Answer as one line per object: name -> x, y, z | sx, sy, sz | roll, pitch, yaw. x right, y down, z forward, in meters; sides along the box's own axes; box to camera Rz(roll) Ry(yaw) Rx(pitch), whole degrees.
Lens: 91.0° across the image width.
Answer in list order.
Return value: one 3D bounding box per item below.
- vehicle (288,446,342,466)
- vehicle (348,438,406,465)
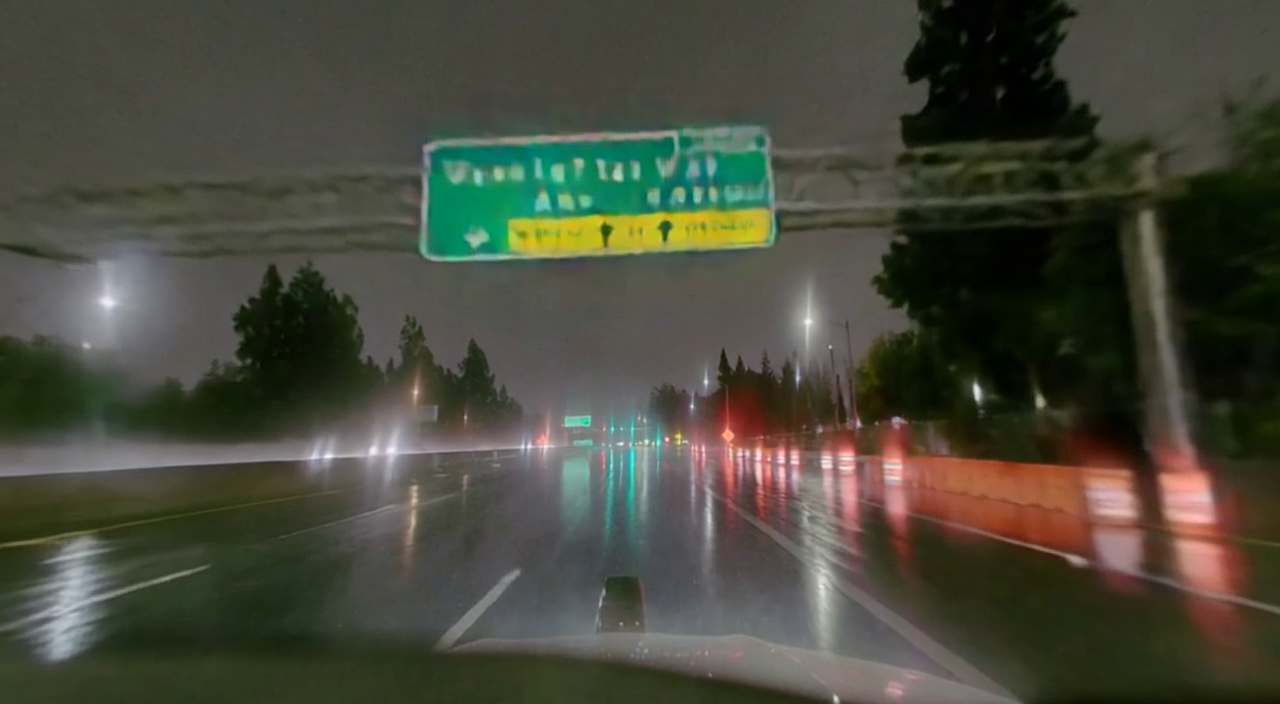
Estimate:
vehicle -> -25.324, 8.111, 49.245 | 1.935, 1.497, 4.619 | 1, -9, -2
vehicle -> -18.819, 7.143, 45.342 | 2.129, 1.773, 4.963 | 1, -9, -2
